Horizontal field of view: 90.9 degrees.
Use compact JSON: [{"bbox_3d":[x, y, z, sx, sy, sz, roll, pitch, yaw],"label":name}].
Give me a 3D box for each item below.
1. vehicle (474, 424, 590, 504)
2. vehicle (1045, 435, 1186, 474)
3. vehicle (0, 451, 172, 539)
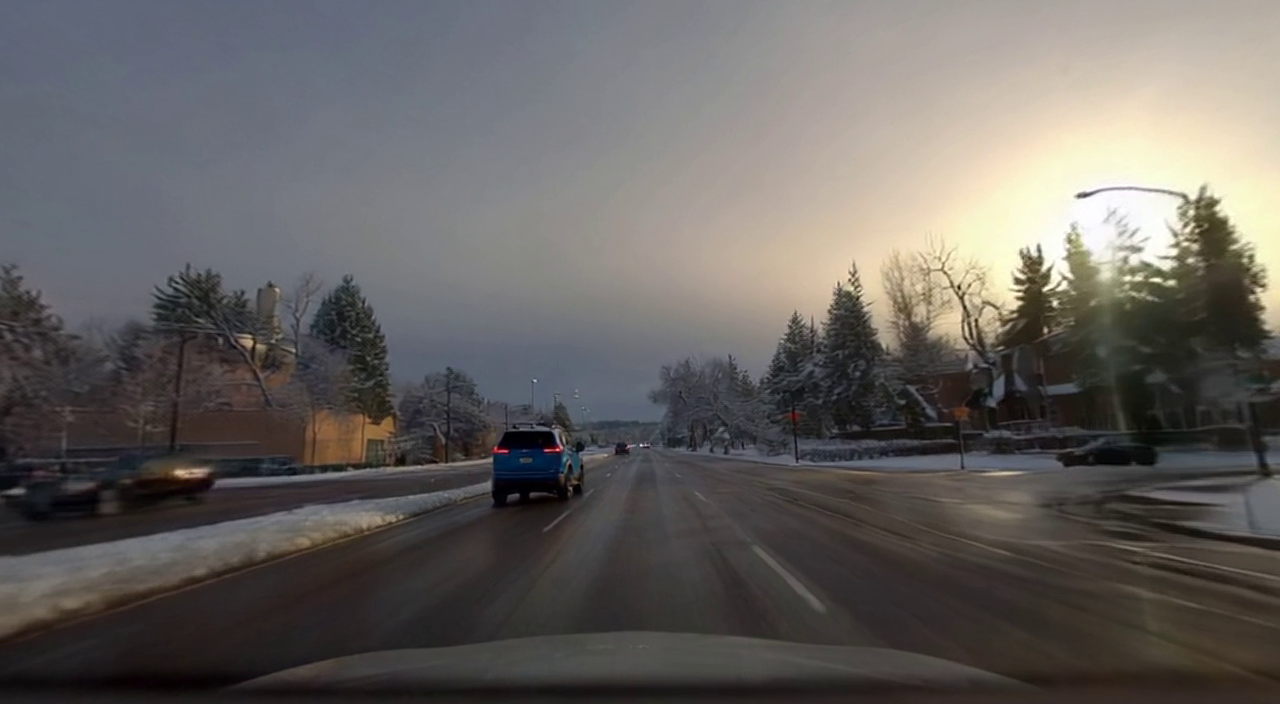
[{"bbox_3d":[-2.716,2.963,17.160,2.179,1.851,4.756,0,-8,2],"label":"vehicle"},{"bbox_3d":[22.720,4.923,30.290,4.802,1.760,2.374,0,-8,1],"label":"vehicle"},{"bbox_3d":[-12.239,2.834,13.035,1.837,1.504,4.204,0,-8,1],"label":"vehicle"}]
